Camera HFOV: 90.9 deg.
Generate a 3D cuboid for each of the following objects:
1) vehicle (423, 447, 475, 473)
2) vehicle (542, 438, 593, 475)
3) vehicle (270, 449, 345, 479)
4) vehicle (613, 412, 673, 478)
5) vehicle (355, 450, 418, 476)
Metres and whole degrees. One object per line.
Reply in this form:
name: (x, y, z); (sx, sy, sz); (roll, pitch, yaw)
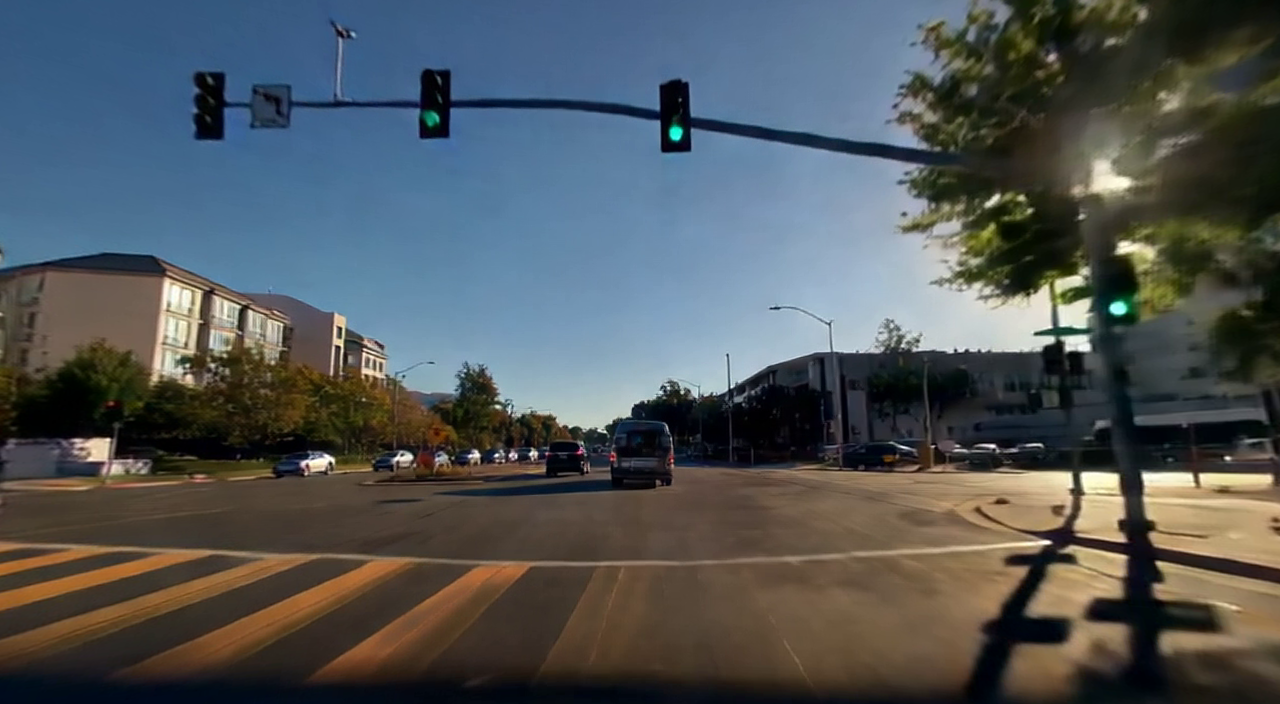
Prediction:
vehicle: (-12.896, 7.285, 42.854); (1.960, 1.627, 4.784); (0, -8, 1)
vehicle: (-3.844, 5.658, 34.384); (2.184, 1.830, 4.890); (0, -8, 0)
vehicle: (-22.157, 7.442, 42.219); (2.017, 1.785, 5.092); (-1, -8, 3)
vehicle: (-0.018, 5.196, 35.404); (2.843, 3.120, 10.422); (0, -8, -2)
vehicle: (-16.243, 7.097, 40.602); (2.022, 1.442, 4.853); (-4, -9, 1)
